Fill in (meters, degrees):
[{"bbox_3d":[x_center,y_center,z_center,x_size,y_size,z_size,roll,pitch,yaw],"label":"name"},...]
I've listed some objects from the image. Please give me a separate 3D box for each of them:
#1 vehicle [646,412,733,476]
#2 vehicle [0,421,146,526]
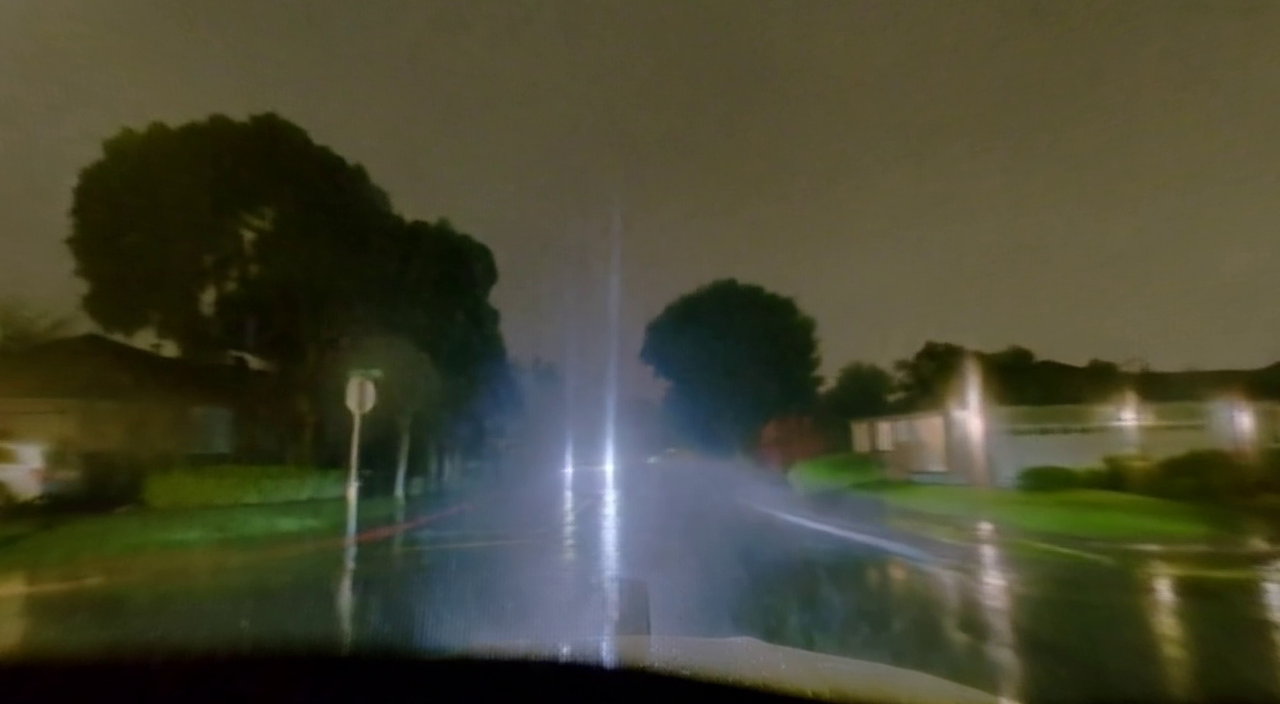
[{"bbox_3d":[2.506,4.862,34.213,2.718,3.089,6.380,1,-7,-15],"label":"vehicle"},{"bbox_3d":[-13.195,2.403,12.830,2.286,1.915,5.980,2,-8,-10],"label":"vehicle"}]
